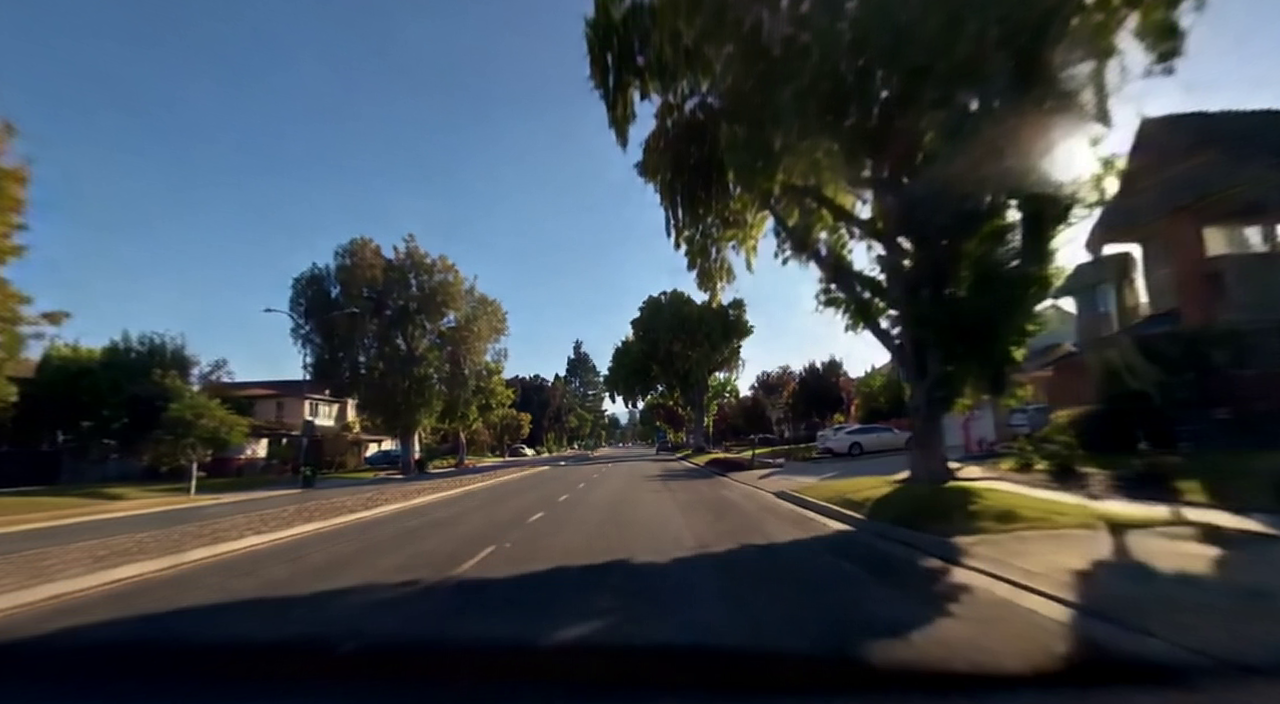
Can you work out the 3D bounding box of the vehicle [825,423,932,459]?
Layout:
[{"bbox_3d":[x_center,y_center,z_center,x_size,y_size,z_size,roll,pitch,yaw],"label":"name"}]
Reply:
[{"bbox_3d":[11.785,4.440,31.469,4.545,1.680,2.001,-1,-8,4],"label":"vehicle"}]
